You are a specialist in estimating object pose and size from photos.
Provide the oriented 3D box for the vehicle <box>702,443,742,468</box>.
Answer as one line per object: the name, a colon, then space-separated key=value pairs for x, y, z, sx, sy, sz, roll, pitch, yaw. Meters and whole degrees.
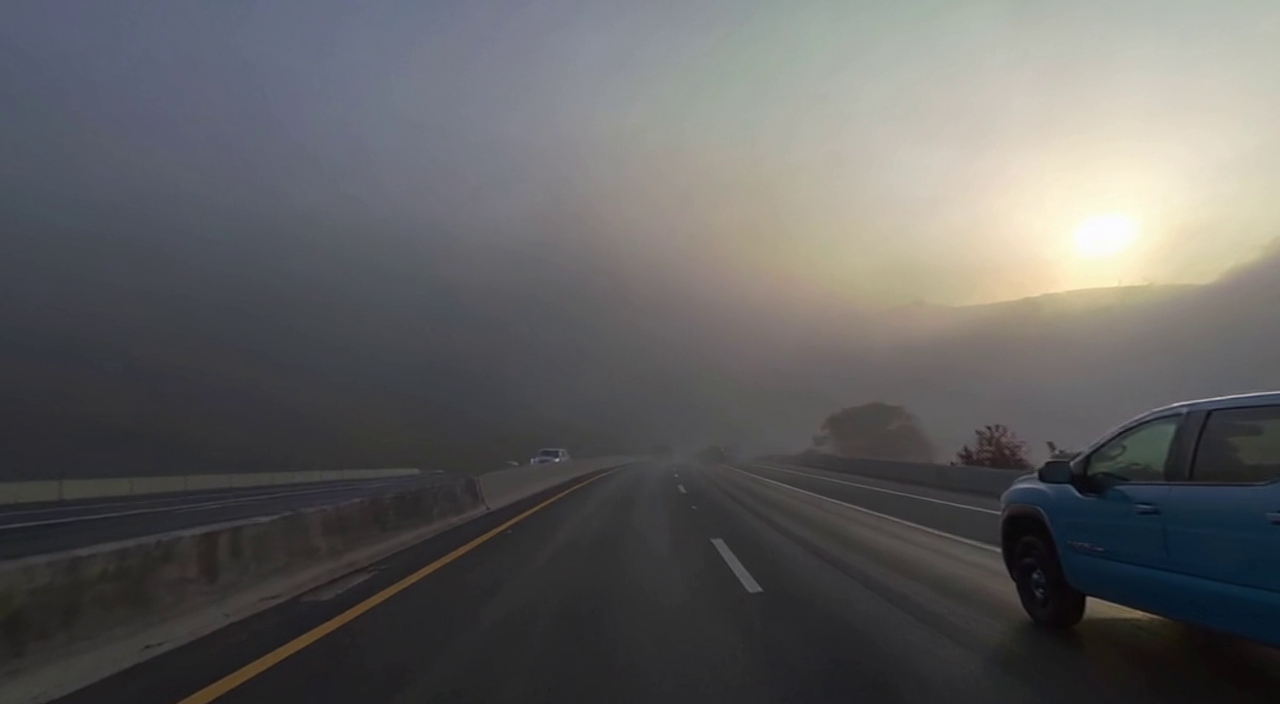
vehicle: x=5.520 y=7.045 z=43.131 sx=2.249 sy=1.635 sz=4.118 roll=0 pitch=-9 yaw=1

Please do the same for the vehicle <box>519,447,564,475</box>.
vehicle: x=-6.478 y=7.214 z=42.039 sx=2.087 sy=1.701 sz=4.627 roll=0 pitch=-9 yaw=2

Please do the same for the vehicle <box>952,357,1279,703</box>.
vehicle: x=3.803 y=0.954 z=3.046 sx=2.151 sy=1.744 sz=4.709 roll=0 pitch=-9 yaw=0
